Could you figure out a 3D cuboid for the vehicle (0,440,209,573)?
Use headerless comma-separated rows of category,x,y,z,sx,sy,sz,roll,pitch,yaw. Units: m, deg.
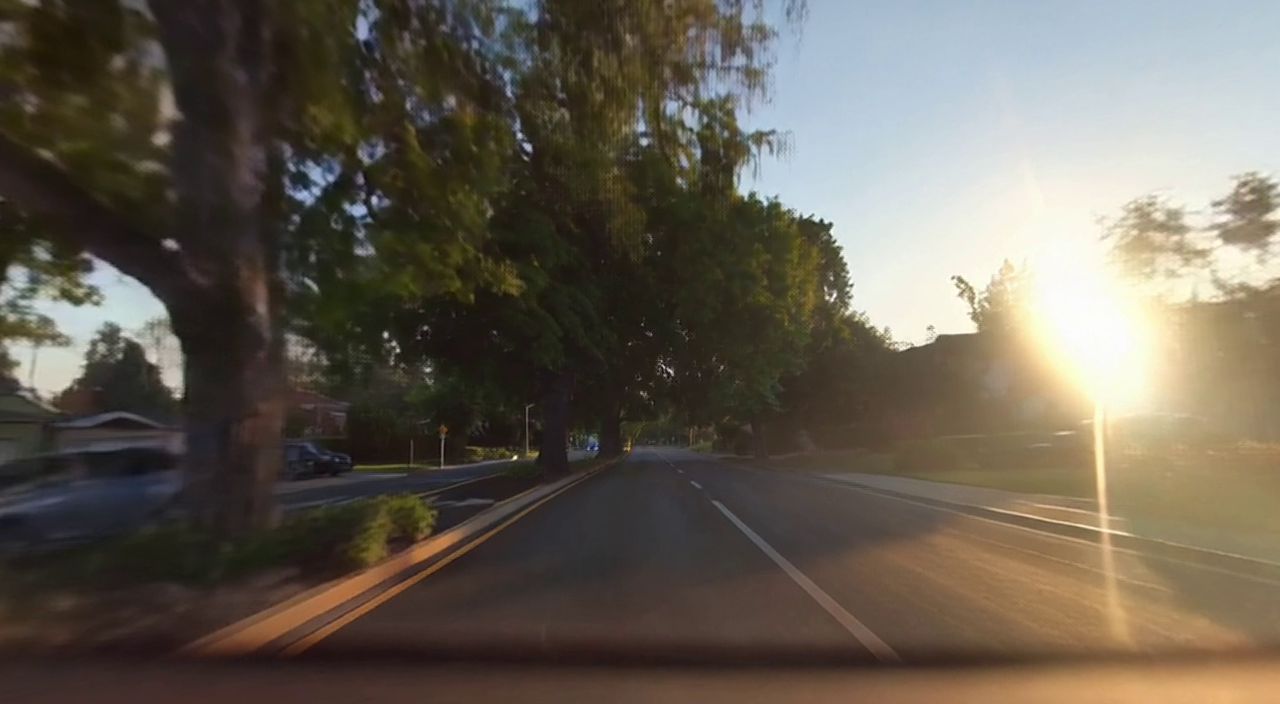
vehicle,-8.509,2.010,8.692,2.044,1.548,4.284,0,-8,1
